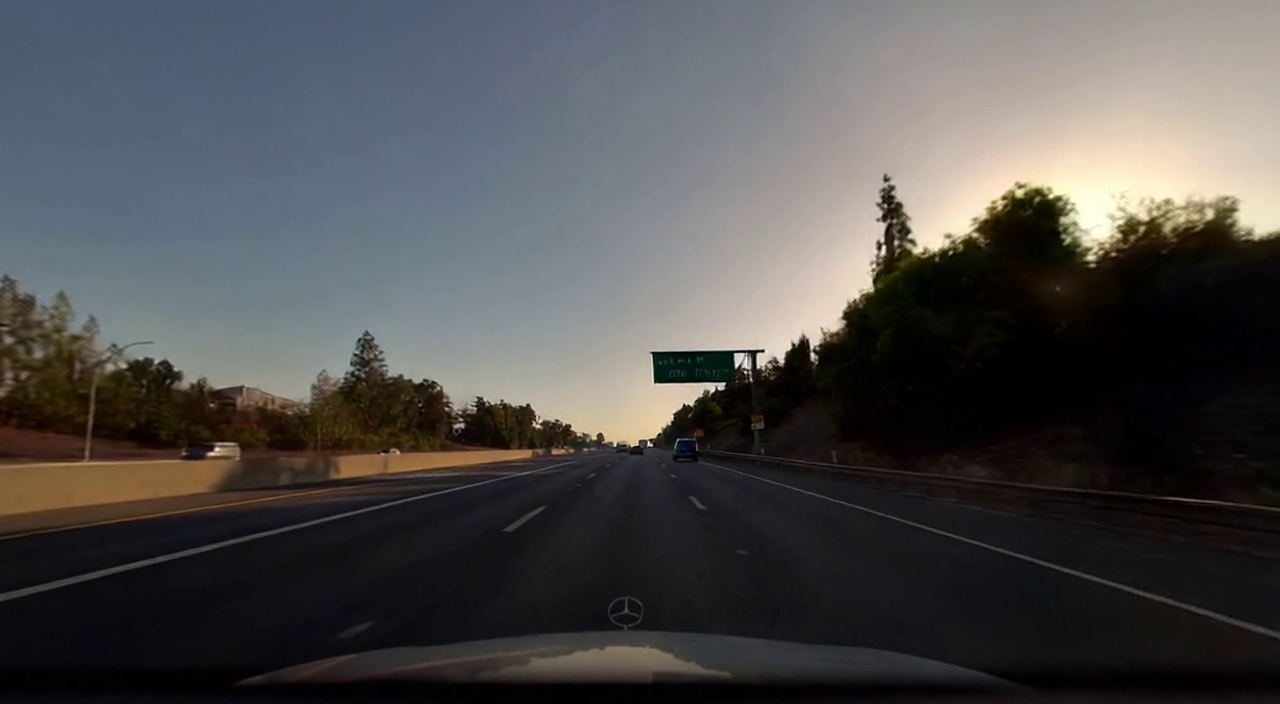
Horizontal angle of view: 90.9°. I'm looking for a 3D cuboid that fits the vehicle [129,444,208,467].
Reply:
[{"bbox_3d":[-33.185,7.257,44.540,1.925,1.504,4.639,0,-8,1],"label":"vehicle"}]
